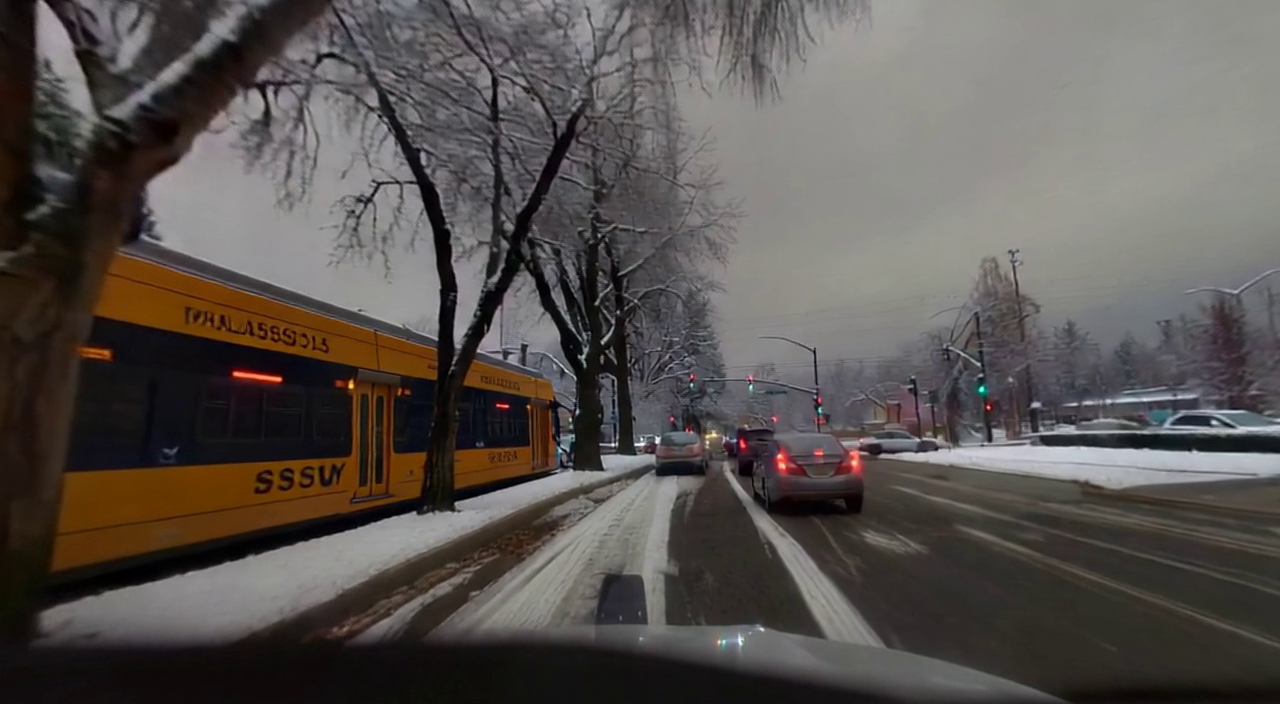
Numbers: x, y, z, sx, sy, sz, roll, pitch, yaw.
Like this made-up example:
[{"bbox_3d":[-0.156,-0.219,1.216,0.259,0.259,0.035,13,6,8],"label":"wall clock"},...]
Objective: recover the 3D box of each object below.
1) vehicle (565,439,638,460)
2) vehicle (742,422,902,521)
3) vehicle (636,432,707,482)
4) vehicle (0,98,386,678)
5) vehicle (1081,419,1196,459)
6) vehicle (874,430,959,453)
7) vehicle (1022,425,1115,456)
[{"bbox_3d":[-2.713,6.977,45.247,4.941,1.473,1.885,-1,-8,6],"label":"vehicle"},{"bbox_3d":[3.114,2.138,11.833,2.002,1.471,4.337,-1,-8,4],"label":"vehicle"},{"bbox_3d":[1.120,3.430,20.892,2.118,1.478,4.076,-1,-8,5],"label":"vehicle"},{"bbox_3d":[-5.752,-0.016,2.262,2.897,3.700,13.528,-1,-8,6],"label":"vehicle"},{"bbox_3d":[20.641,3.640,26.380,1.831,1.545,3.872,-1,-8,5],"label":"vehicle"},{"bbox_3d":[18.206,5.900,41.710,4.701,1.455,1.805,0,-8,1],"label":"vehicle"},{"bbox_3d":[21.102,4.394,31.349,1.796,1.434,4.504,-1,-8,5],"label":"vehicle"}]
